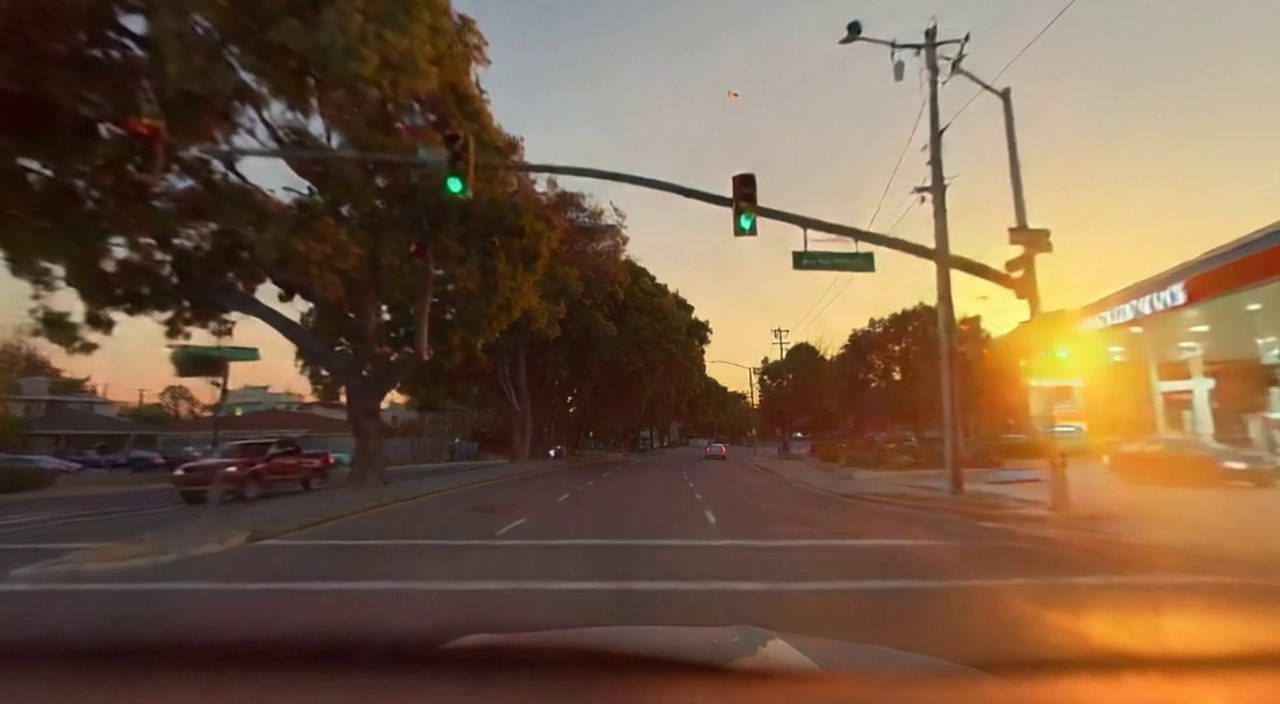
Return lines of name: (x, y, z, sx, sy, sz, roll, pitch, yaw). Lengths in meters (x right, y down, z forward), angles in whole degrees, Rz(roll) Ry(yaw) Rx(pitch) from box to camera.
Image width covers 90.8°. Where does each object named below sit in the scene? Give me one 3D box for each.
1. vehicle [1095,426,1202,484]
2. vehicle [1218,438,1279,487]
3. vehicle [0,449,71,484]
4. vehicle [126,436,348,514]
vehicle: (17.801, 3.568, 22.028, 4.601, 1.766, 2.015, 7, -14, -42)
vehicle: (20.177, 3.570, 20.151, 4.553, 1.371, 2.019, 11, -17, -42)
vehicle: (-32.238, 5.776, 32.031, 4.820, 1.694, 2.101, -1, -9, 4)
vehicle: (-9.033, 2.793, 14.791, 2.023, 1.498, 4.605, -1, -9, 2)
